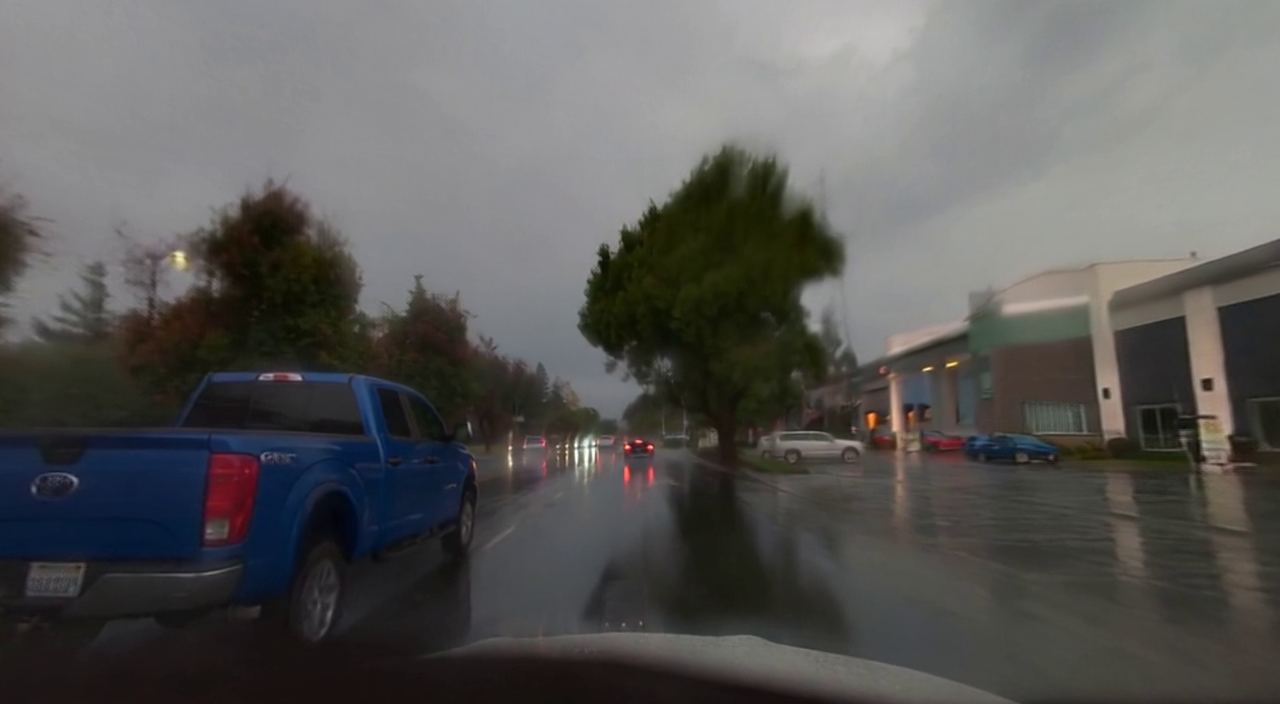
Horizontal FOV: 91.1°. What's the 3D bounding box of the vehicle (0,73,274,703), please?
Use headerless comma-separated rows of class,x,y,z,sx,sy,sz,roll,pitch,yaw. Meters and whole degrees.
vehicle,-3.510,0.182,0.833,2.733,2.495,5.037,0,-8,3

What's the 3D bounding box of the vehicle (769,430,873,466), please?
vehicle,9.403,4.988,32.627,5.109,1.735,1.997,4,-9,-25

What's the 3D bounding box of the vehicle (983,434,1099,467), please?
vehicle,20.531,5.039,32.371,4.836,1.567,2.051,-5,-10,31

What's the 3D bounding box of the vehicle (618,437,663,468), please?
vehicle,0.023,5.318,33.359,2.191,1.530,4.470,0,-8,0
